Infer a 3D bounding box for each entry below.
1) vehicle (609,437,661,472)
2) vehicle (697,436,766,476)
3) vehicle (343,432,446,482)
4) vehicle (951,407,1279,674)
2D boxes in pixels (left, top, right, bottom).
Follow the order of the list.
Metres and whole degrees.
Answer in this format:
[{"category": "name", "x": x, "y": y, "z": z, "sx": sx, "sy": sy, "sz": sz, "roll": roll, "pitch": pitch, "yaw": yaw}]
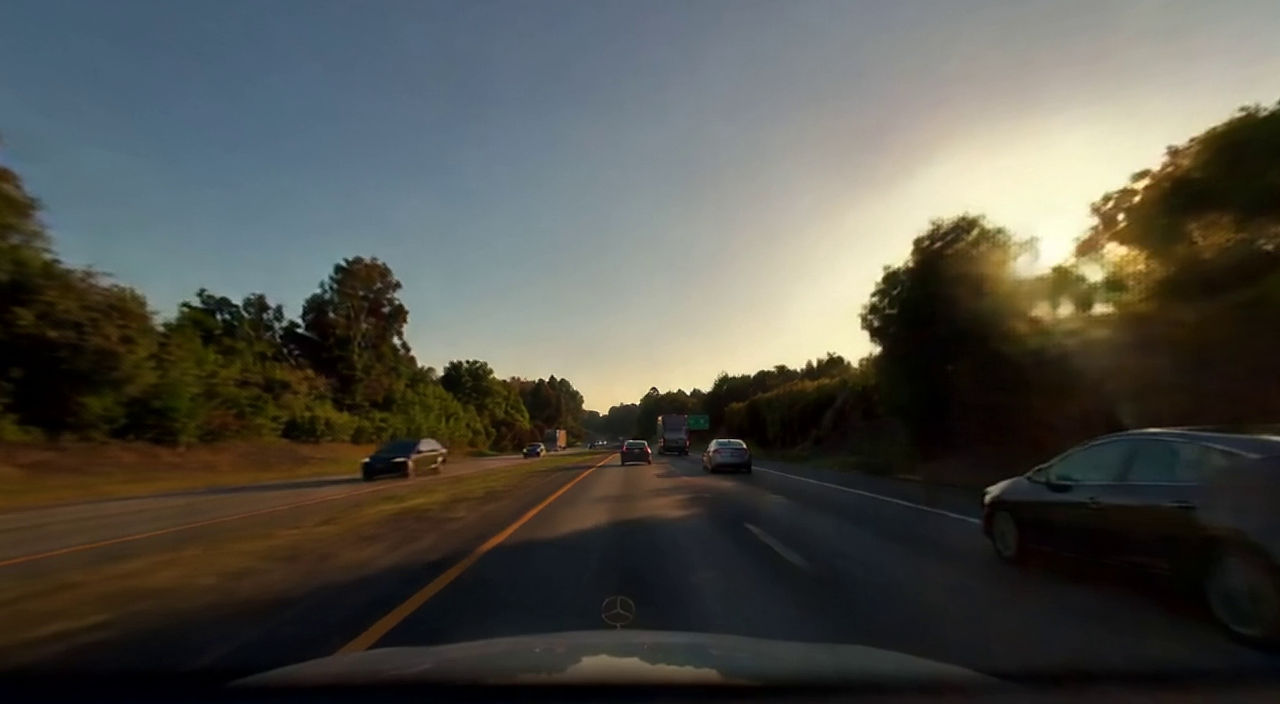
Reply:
[{"category": "vehicle", "x": -0.248, "y": 4.539, "z": 28.284, "sx": 2.143, "sy": 1.466, "sz": 3.693, "roll": 0, "pitch": -8, "yaw": -1}, {"category": "vehicle", "x": 3.607, "y": 4.150, "z": 25.651, "sx": 2.004, "sy": 1.469, "sz": 4.472, "roll": 0, "pitch": -8, "yaw": -2}, {"category": "vehicle", "x": -9.468, "y": 4.066, "z": 24.868, "sx": 2.213, "sy": 1.760, "sz": 4.705, "roll": 0, "pitch": -8, "yaw": -1}, {"category": "vehicle", "x": 4.665, "y": 1.272, "z": 5.056, "sx": 2.066, "sy": 1.526, "sz": 4.216, "roll": 0, "pitch": -8, "yaw": -2}]
